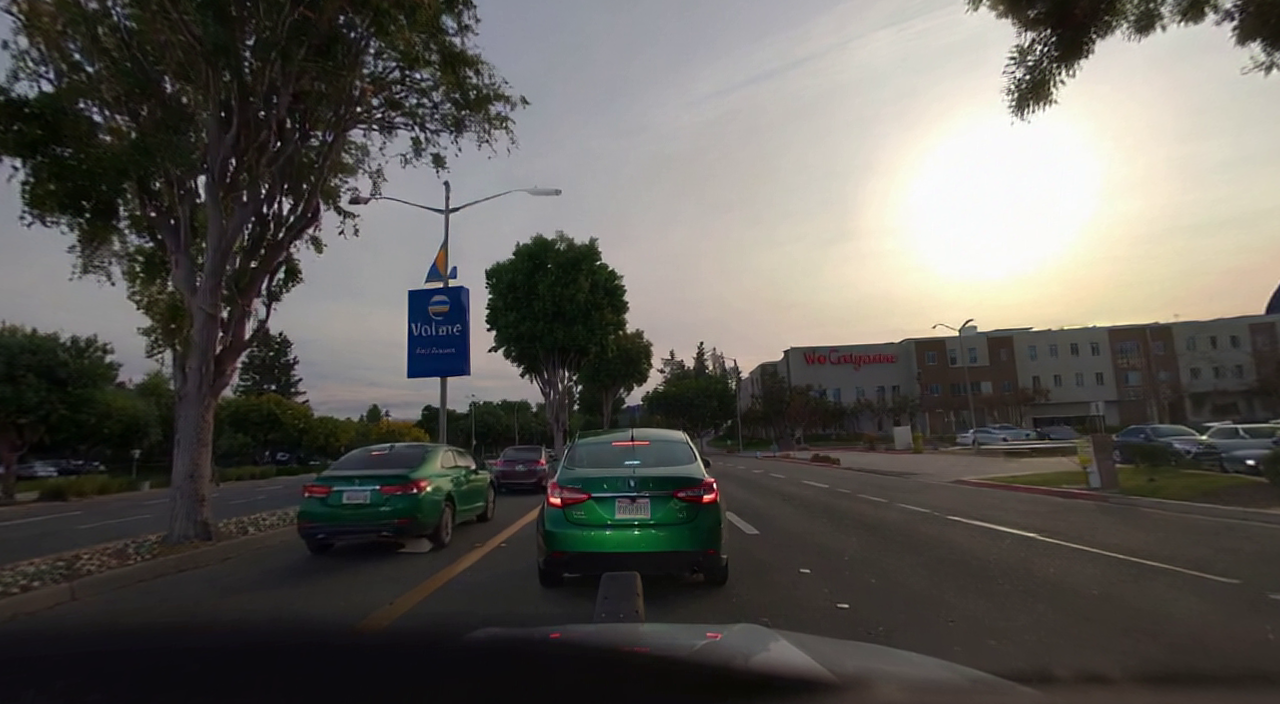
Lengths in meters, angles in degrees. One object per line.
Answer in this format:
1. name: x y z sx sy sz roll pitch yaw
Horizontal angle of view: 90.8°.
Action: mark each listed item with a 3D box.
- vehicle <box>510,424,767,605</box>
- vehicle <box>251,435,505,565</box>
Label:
1. vehicle: -0.072 1.639 7.297 2.126 1.475 3.967 0 -8 -2
2. vehicle: -3.412 1.987 9.335 1.952 1.431 4.383 0 -8 -1
